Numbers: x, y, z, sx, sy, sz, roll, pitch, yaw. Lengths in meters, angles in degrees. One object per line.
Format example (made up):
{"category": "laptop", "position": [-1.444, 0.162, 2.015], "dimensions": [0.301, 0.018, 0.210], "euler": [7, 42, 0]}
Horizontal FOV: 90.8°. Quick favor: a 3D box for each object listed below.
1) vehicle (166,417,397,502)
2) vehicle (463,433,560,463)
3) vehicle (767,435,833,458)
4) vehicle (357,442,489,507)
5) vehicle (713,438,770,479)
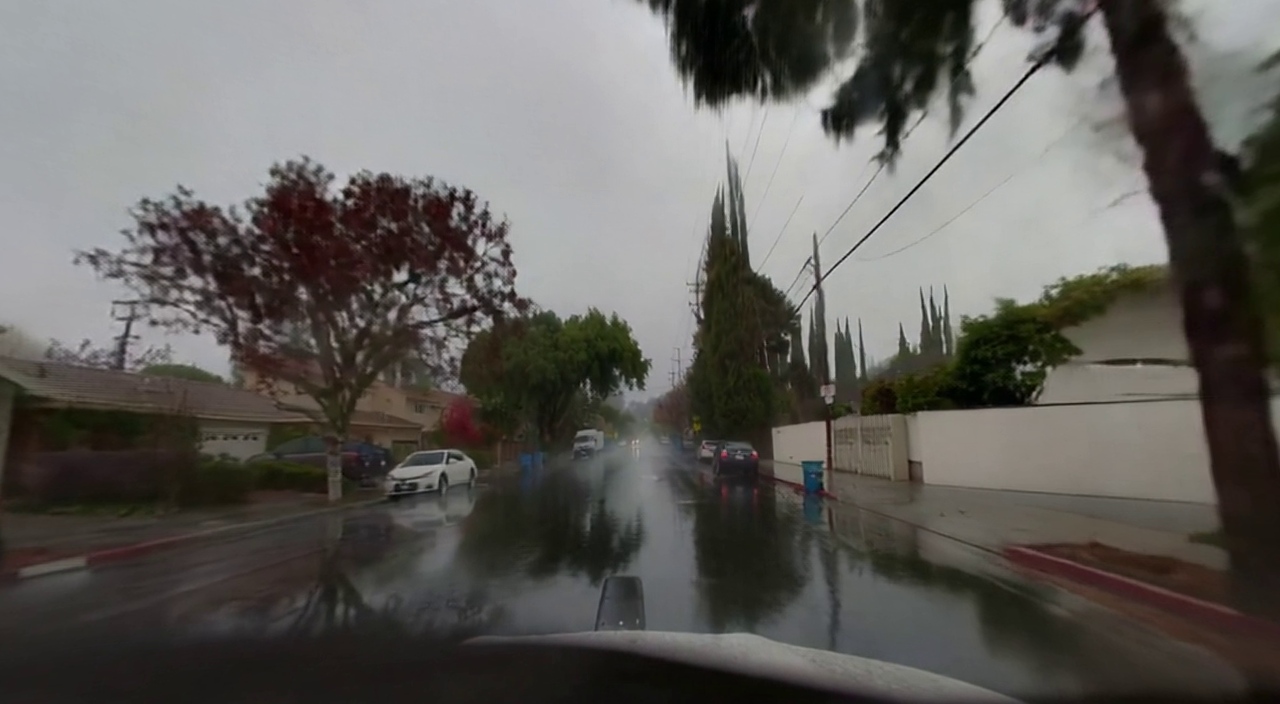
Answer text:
{"category": "vehicle", "position": [-10.842, 3.305, 20.027], "dimensions": [2.416, 2.211, 6.384], "euler": [-2, -8, 16]}
{"category": "vehicle", "position": [-9.435, 7.086, 46.806], "dimensions": [6.540, 2.079, 2.565], "euler": [0, -8, 2]}
{"category": "vehicle", "position": [12.212, 7.256, 48.575], "dimensions": [4.530, 1.736, 2.144], "euler": [0, -8, 3]}
{"category": "vehicle", "position": [-6.260, 3.552, 18.873], "dimensions": [2.062, 1.500, 4.629], "euler": [-3, -7, 4]}
{"category": "vehicle", "position": [4.016, 4.256, 25.538], "dimensions": [1.903, 1.500, 4.057], "euler": [0, -8, 4]}
